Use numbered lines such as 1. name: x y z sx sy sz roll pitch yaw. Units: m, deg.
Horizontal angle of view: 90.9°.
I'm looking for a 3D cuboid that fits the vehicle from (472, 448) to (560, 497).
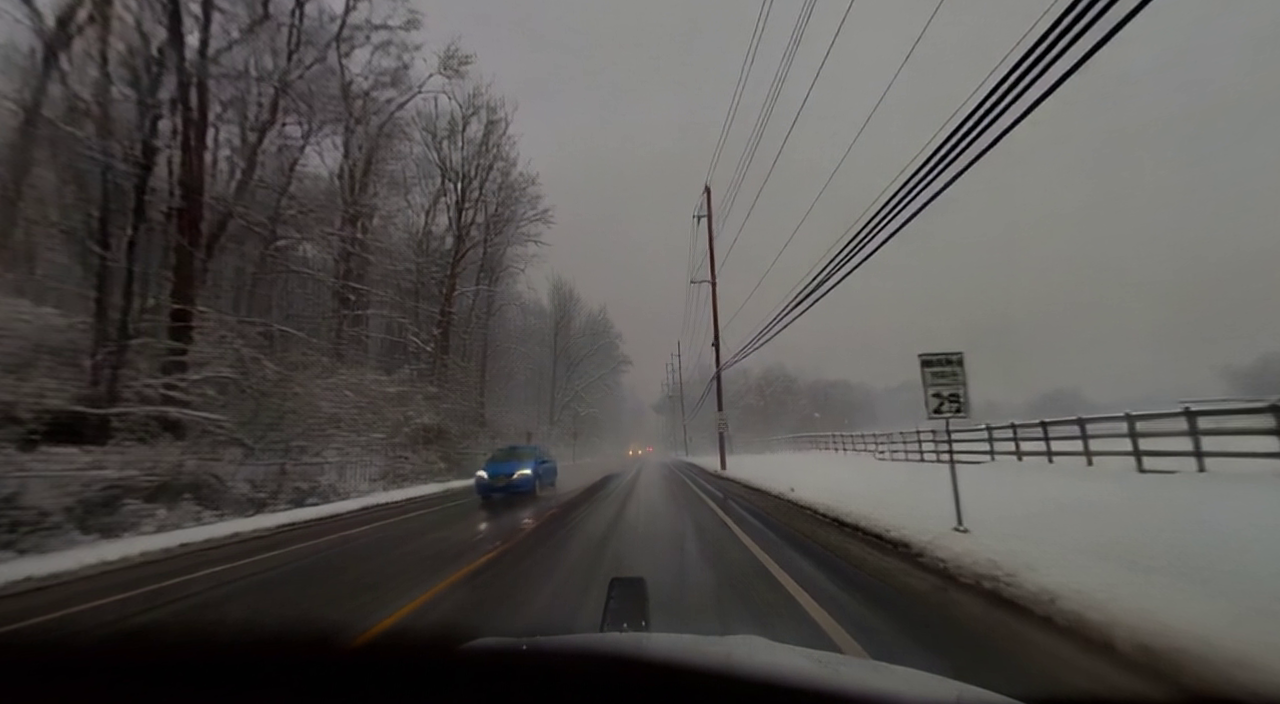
1. vehicle: -4.066 4.031 21.539 1.975 1.481 4.445 -1 -9 2
